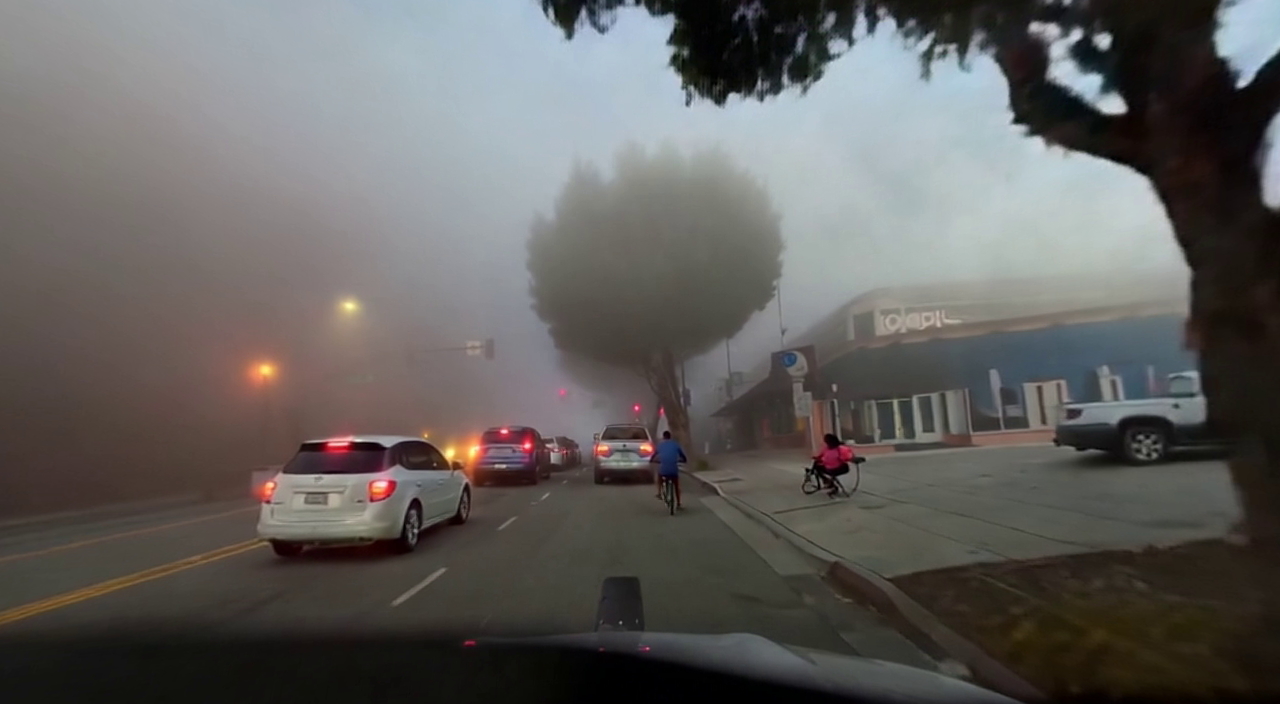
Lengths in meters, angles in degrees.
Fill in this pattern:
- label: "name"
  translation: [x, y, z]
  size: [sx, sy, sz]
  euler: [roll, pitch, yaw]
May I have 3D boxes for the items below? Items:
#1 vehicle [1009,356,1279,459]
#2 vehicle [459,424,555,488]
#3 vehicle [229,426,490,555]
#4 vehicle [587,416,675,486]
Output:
- label: "vehicle"
  translation: [8.529, 0.933, 10.022]
  size: [4.159, 1.416, 2.049]
  euler: [1, -8, -9]
- label: "vehicle"
  translation: [-3.935, 3.174, 19.549]
  size: [2.046, 1.750, 4.452]
  euler: [0, -8, -1]
- label: "vehicle"
  translation: [-3.766, 1.917, 9.490]
  size: [2.064, 1.486, 4.140]
  euler: [0, -8, -1]
- label: "vehicle"
  translation: [-0.310, 3.071, 19.846]
  size: [2.426, 1.882, 5.027]
  euler: [0, -8, -1]
